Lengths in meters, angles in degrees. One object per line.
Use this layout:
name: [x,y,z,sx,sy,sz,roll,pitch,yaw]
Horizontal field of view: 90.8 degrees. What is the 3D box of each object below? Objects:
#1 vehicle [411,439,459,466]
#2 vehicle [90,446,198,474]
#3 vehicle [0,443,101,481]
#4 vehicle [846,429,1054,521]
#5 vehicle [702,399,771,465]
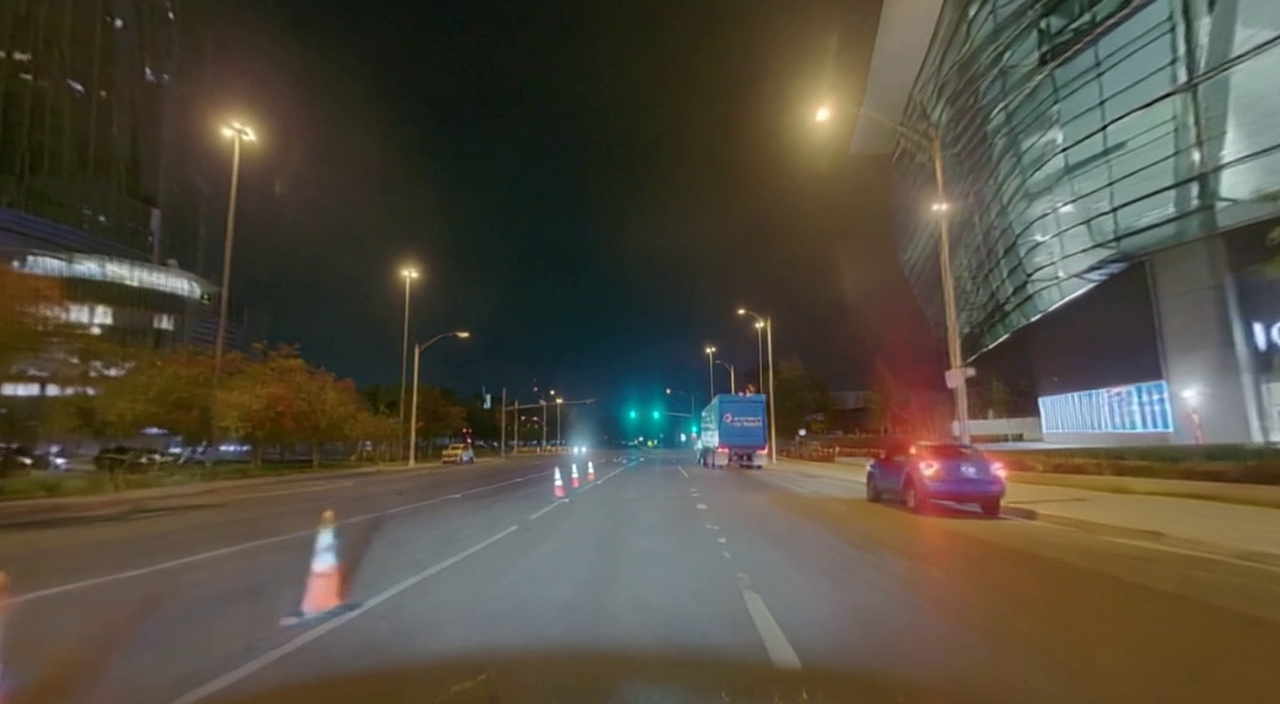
vehicle: [-15.881,7.810,49.222,1.937,1.984,4.928,0,-8,1]
vehicle: [-24.895,5.433,31.802,3.905,1.345,1.737,0,-8,-1]
vehicle: [-25.547,4.561,26.366,4.237,1.490,1.901,1,-8,-3]
vehicle: [6.237,2.506,13.477,2.098,1.619,4.433,0,-8,-1]
vehicle: [6.276,5.507,42.870,3.176,3.913,9.805,0,-8,0]
